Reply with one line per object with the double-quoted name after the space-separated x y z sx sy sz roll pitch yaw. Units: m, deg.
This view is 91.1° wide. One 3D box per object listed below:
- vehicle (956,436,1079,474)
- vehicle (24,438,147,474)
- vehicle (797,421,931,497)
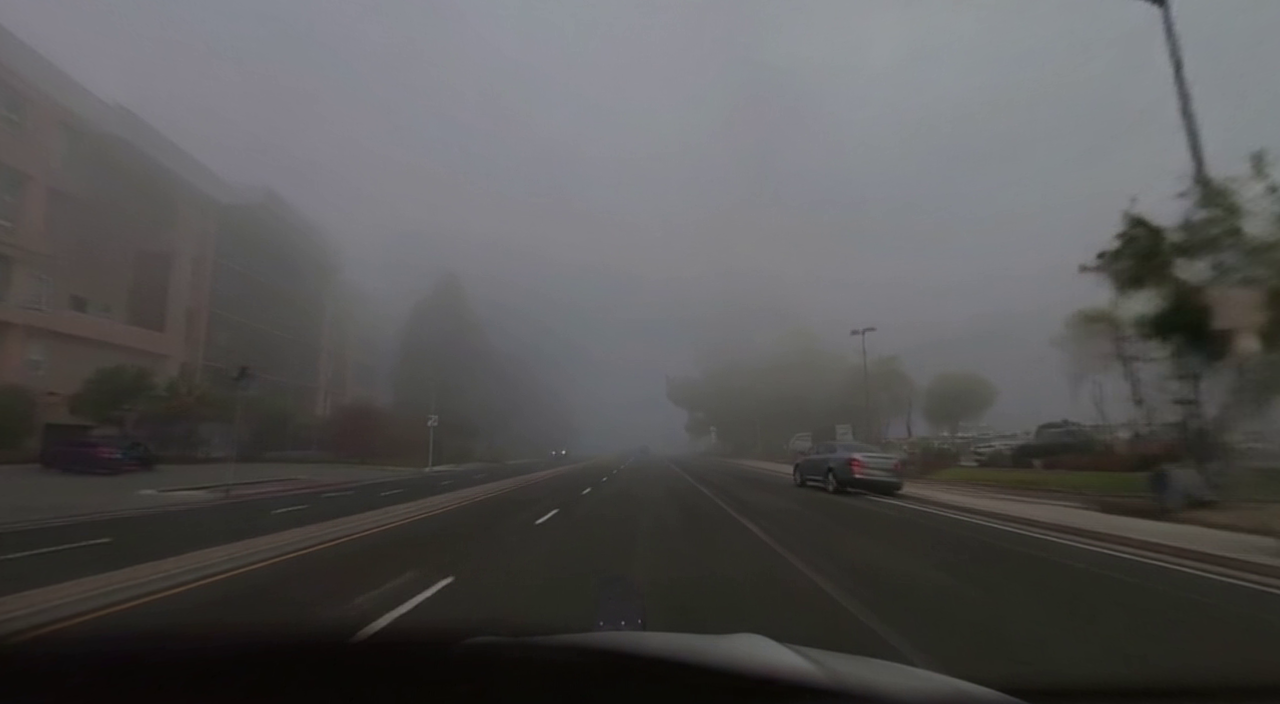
17.391 4.764 29.066 4.421 1.535 1.869 -2 -7 2 "vehicle"
-26.393 4.962 29.988 4.048 1.601 1.845 0 -8 -2 "vehicle"
7.062 3.465 20.643 2.365 2.138 5.499 0 -8 0 "vehicle"
